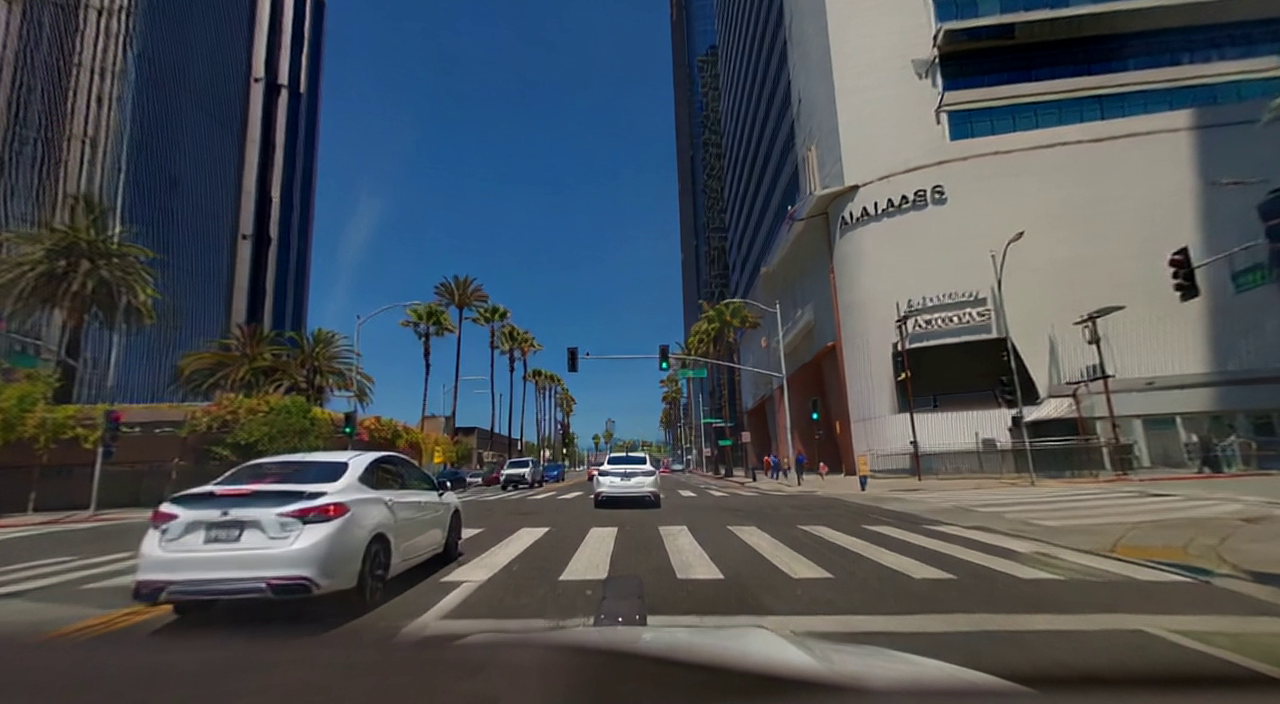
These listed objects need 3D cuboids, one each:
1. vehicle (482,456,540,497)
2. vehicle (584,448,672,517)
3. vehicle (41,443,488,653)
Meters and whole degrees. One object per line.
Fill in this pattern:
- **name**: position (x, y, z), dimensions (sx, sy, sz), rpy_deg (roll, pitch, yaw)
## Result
- **vehicle**: position (-6.706, 6.486, 33.253), dimensions (2.070, 1.893, 4.738), rpy_deg (0, -9, 0)
- **vehicle**: position (-0.310, 3.466, 17.270), dimensions (2.145, 1.632, 3.972), rpy_deg (0, -9, -1)
- **vehicle**: position (-3.303, 1.780, 6.975), dimensions (2.096, 1.492, 4.666), rpy_deg (0, -9, 0)
